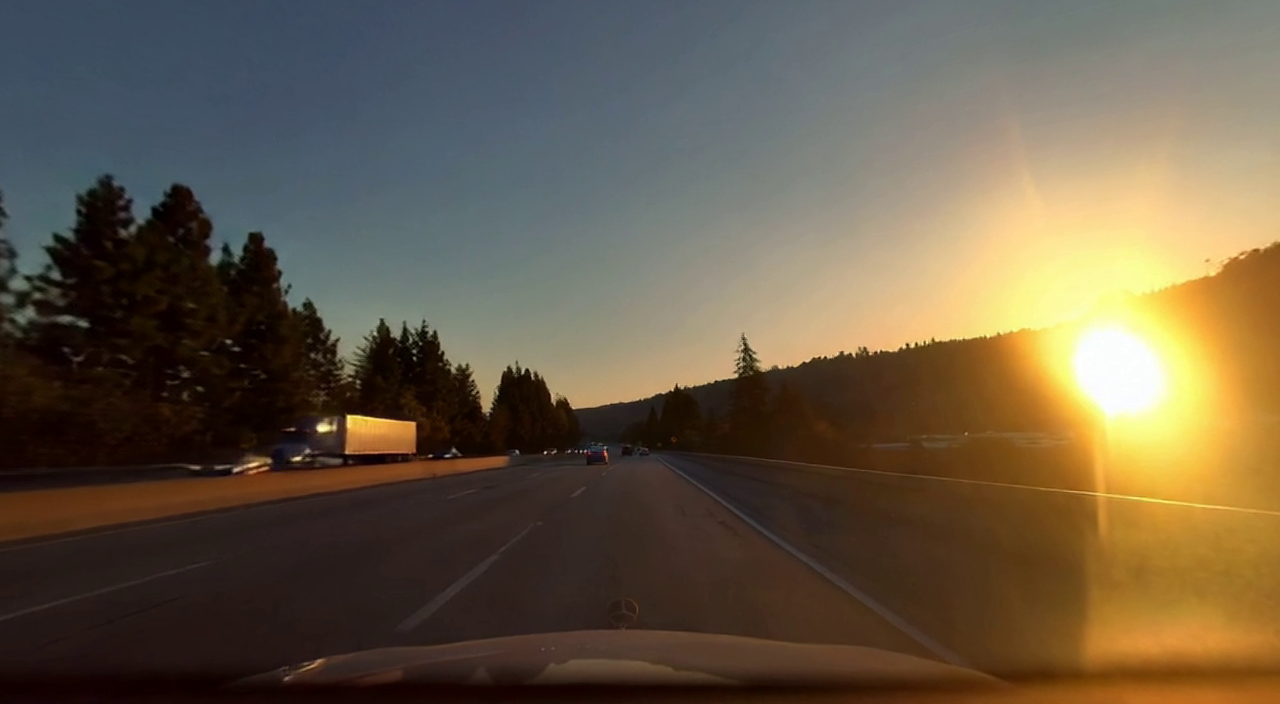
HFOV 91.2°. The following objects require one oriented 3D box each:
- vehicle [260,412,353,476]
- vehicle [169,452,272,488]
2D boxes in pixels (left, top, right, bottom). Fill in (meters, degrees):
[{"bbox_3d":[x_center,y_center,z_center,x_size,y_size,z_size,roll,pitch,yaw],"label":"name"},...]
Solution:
[{"bbox_3d":[-23.270,6.513,44.201,2.995,4.155,6.089,1,-9,0],"label":"vehicle"},{"bbox_3d":[-19.034,5.344,28.689,1.811,1.483,4.111,0,-9,1],"label":"vehicle"}]
